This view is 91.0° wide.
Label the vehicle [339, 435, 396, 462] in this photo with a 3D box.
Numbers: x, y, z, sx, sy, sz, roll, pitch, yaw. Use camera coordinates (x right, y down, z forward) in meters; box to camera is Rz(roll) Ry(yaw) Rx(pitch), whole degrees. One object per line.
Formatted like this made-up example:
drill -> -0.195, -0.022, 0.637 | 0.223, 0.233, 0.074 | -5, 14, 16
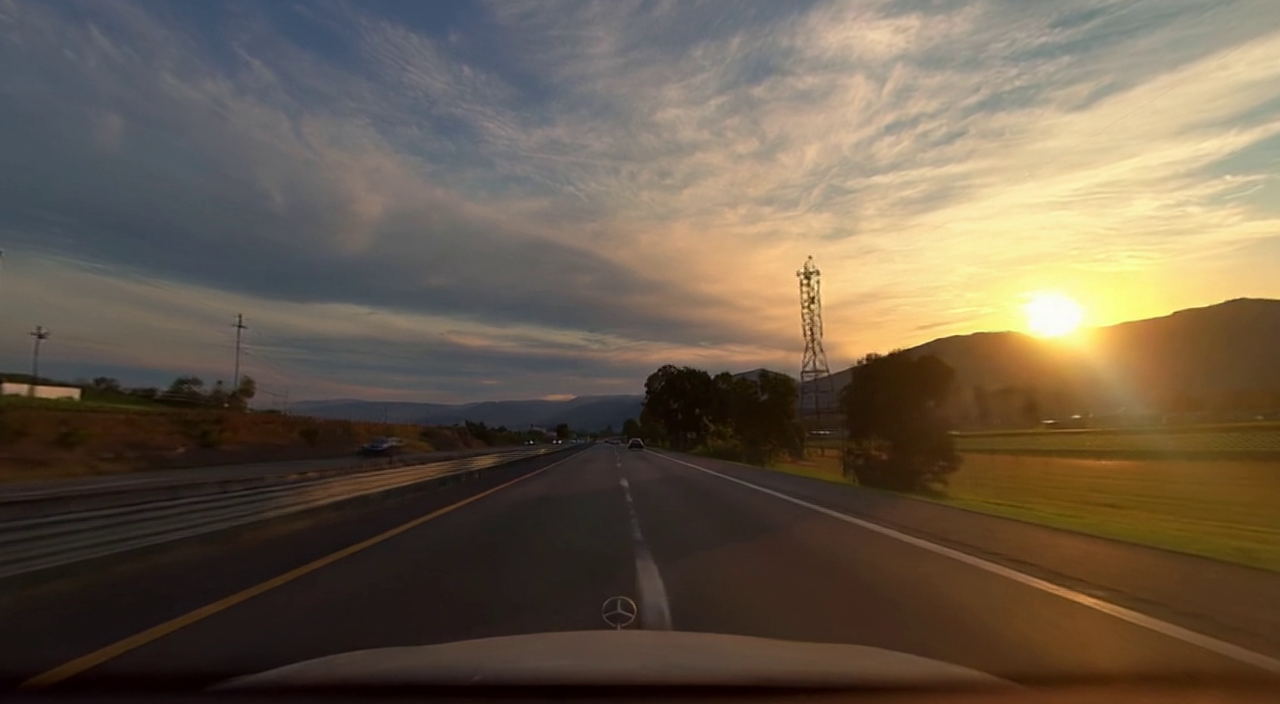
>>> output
vehicle -> -17.753, 6.282, 41.221 | 1.922, 1.630, 4.437 | 0, -8, -2
